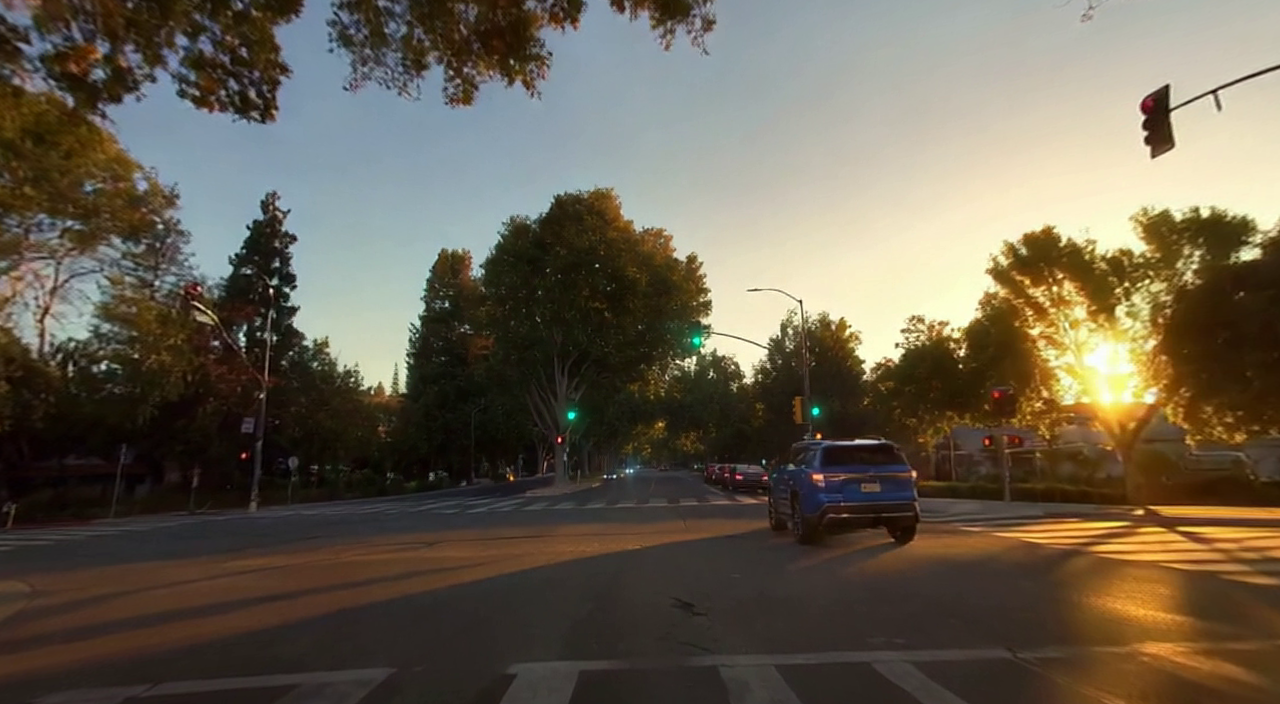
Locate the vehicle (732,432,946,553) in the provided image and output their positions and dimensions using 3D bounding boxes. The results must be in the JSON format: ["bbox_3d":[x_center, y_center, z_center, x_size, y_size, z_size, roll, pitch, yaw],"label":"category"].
[{"bbox_3d":[3.109,2.301,11.194,2.140,1.655,4.786,0,-8,-1],"label":"vehicle"}]
